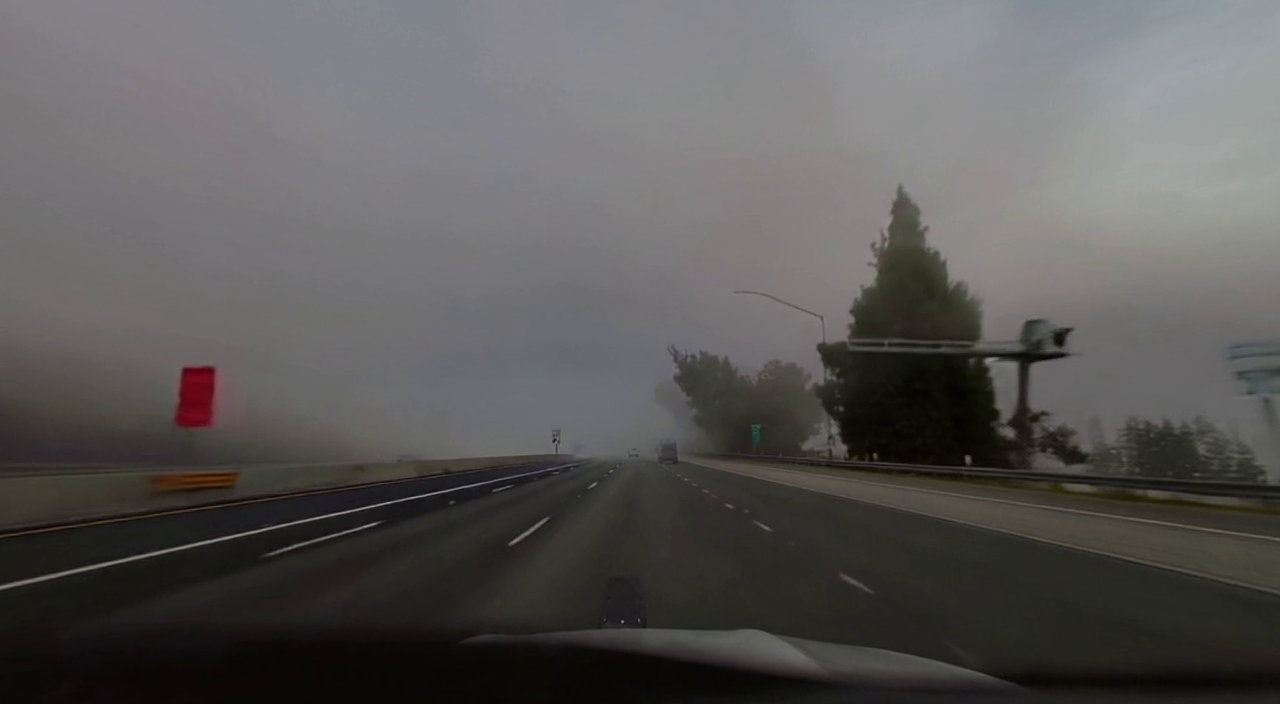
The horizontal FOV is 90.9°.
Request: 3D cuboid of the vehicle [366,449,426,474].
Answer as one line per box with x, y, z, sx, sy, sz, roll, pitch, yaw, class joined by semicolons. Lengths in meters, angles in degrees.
-15.564;6.988;40.480;1.903;1.486;4.666;0;-9;1;vehicle
